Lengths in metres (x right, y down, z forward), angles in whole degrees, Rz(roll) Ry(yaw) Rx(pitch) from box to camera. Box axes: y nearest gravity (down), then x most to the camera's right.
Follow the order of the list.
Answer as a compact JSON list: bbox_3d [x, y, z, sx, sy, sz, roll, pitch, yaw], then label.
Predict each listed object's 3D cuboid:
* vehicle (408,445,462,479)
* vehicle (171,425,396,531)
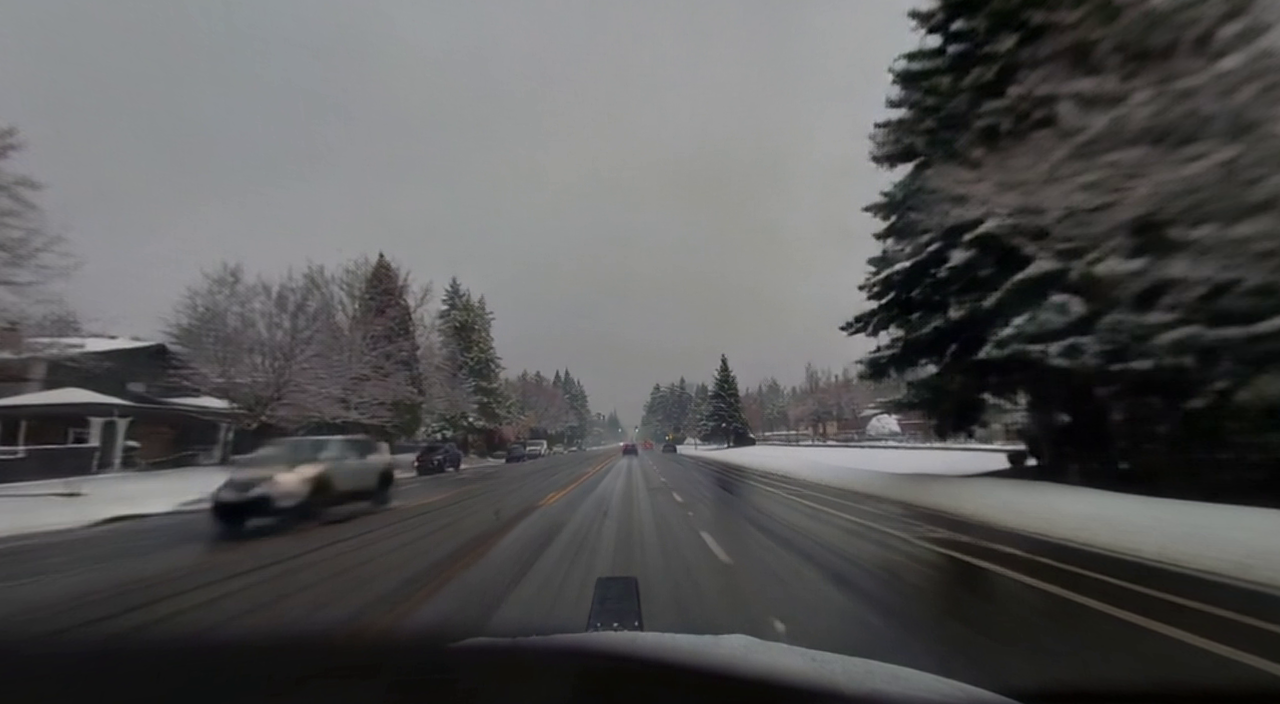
[{"bbox_3d":[-12.404,6.628,38.461,2.000,1.821,4.314,-2,-8,-3],"label":"vehicle"},{"bbox_3d":[-7.043,2.516,13.220,2.054,1.814,4.543,0,-9,-1],"label":"vehicle"}]
